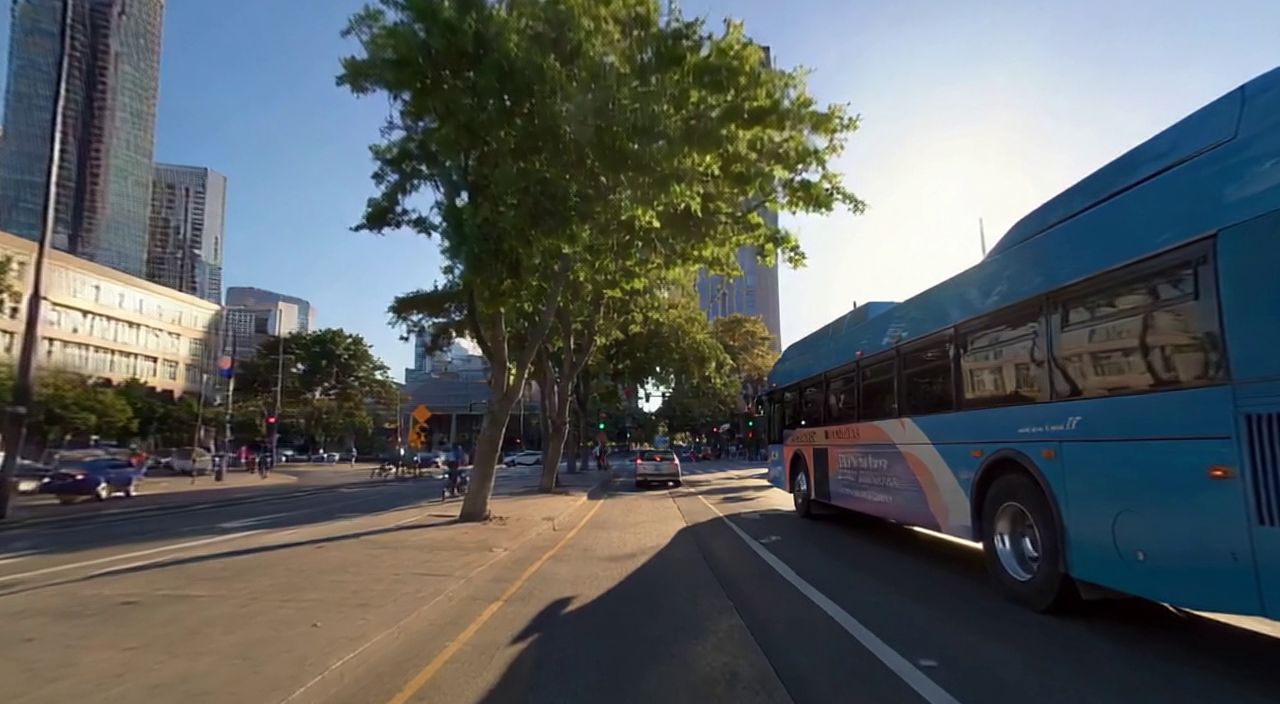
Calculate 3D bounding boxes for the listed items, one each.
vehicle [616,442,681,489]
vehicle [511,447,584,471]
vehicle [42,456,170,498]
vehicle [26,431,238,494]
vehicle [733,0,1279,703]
[{"bbox_3d":[0.310,4.060,22.973,2.123,1.544,4.158,0,-8,1],"label":"vehicle"},{"bbox_3d":[-6.060,7.026,41.604,4.417,1.490,1.816,-3,-9,11],"label":"vehicle"},{"bbox_3d":[-26.189,6.081,31.125,4.570,1.858,1.942,7,-11,-41],"label":"vehicle"},{"bbox_3d":[-29.399,6.419,37.188,9.150,3.310,2.988,6,-12,-37],"label":"vehicle"},{"bbox_3d":[3.423,0.204,4.859,3.250,3.731,13.693,0,-8,0],"label":"vehicle"}]
